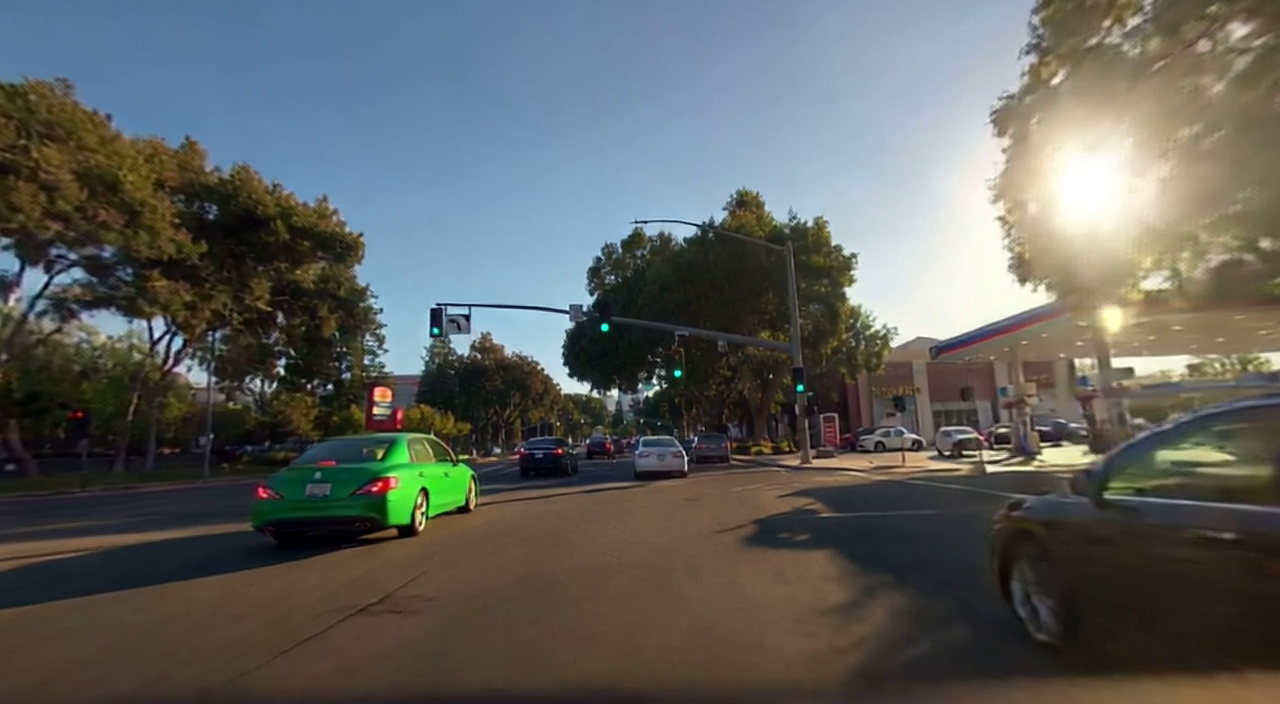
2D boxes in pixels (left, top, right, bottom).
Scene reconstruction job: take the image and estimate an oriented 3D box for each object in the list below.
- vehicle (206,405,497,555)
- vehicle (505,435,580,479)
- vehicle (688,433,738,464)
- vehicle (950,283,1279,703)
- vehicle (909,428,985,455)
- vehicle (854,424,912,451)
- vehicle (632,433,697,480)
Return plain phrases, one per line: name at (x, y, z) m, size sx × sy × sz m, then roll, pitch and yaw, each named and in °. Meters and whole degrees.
vehicle at (-3.831, 1.806, 9.630) m, size 2.023 × 1.687 × 4.874 m, roll -1°, pitch -8°, yaw 2°
vehicle at (-3.491, 3.863, 23.434) m, size 1.995 × 1.436 × 4.500 m, roll 0°, pitch -8°, yaw 1°
vehicle at (3.675, 4.949, 32.550) m, size 1.920 × 1.479 × 4.548 m, roll 0°, pitch -8°, yaw -1°
vehicle at (3.366, 0.676, 2.493) m, size 1.992 × 1.805 × 4.549 m, roll 0°, pitch -8°, yaw 1°
vehicle at (18.037, 5.304, 37.340) m, size 2.081 × 1.482 × 4.860 m, roll 0°, pitch -8°, yaw 1°
vehicle at (16.894, 6.002, 44.098) m, size 2.110 × 1.744 × 4.928 m, roll -1°, pitch -8°, yaw 1°
vehicle at (0.796, 3.511, 21.471) m, size 1.994 × 1.433 × 3.894 m, roll -1°, pitch -8°, yaw 1°
